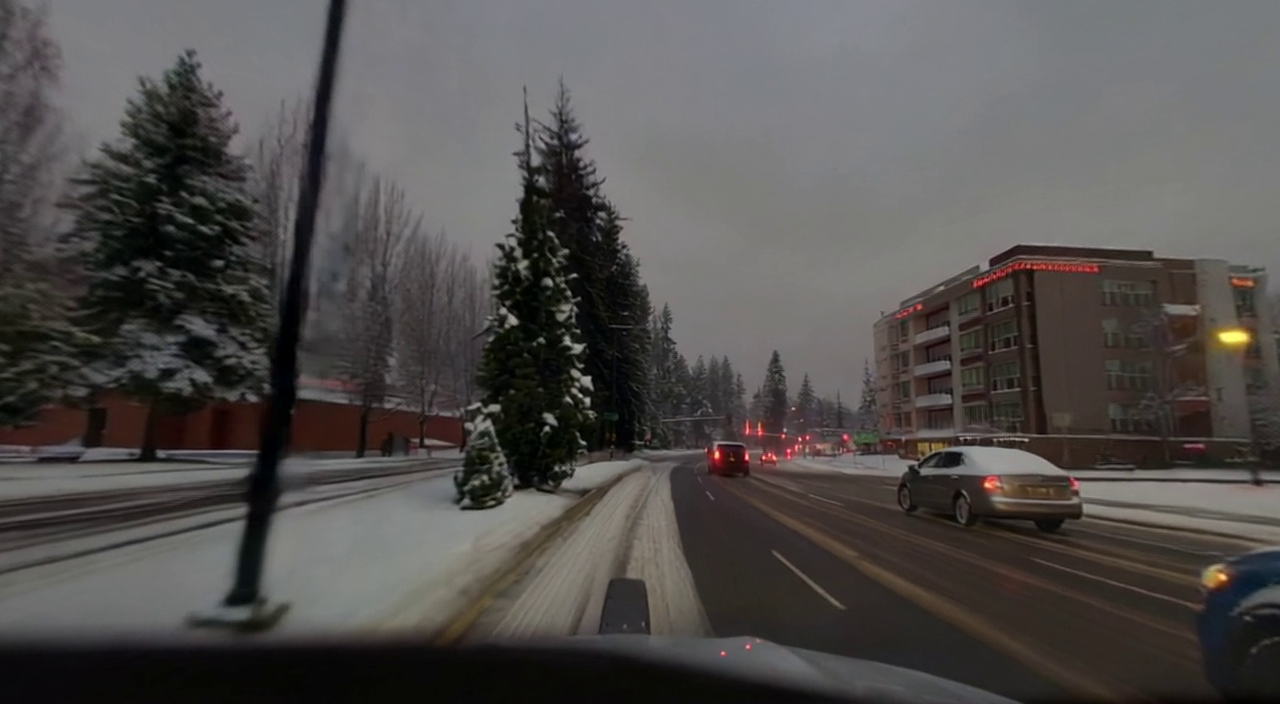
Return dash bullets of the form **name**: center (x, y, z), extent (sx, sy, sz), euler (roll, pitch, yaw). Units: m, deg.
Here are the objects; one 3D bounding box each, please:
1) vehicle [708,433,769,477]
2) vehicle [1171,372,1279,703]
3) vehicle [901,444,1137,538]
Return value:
- **vehicle**: center (4.452, 4.737, 29.243), extent (2.154, 1.844, 4.634), euler (0, -8, 2)
- **vehicle**: center (3.321, 0.668, 0.733), extent (1.901, 1.634, 3.952), euler (0, -8, 0)
- **vehicle**: center (7.177, 2.620, 12.654), extent (1.899, 1.496, 4.559), euler (0, -8, 0)
